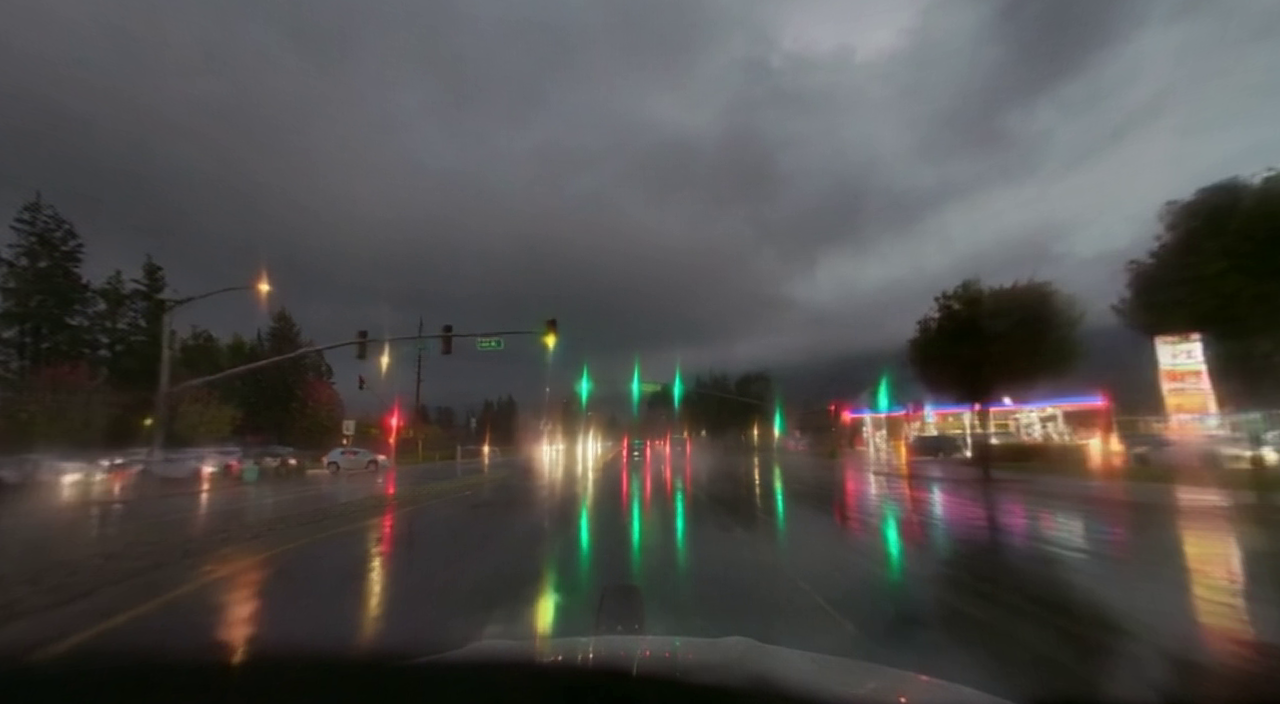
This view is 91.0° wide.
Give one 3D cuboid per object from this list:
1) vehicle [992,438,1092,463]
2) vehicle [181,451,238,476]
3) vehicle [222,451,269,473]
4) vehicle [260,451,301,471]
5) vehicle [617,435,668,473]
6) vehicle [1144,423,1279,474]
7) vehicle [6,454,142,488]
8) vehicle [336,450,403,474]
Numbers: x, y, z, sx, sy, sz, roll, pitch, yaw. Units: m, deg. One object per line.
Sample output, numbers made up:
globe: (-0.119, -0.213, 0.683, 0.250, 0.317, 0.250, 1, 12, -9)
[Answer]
vehicle: (24.821, 6.080, 39.006, 4.788, 1.481, 1.959, 0, -8, 2)
vehicle: (-28.694, 7.384, 41.902, 4.436, 1.464, 1.999, -7, -11, 41)
vehicle: (-28.474, 7.894, 45.344, 2.022, 1.455, 4.478, 7, -11, -41)
vehicle: (-28.200, 8.494, 49.285, 1.953, 1.415, 4.553, 7, -10, -39)
vehicle: (0.101, 4.562, 28.464, 2.145, 1.572, 4.021, 0, -8, 0)
vehicle: (20.458, 3.332, 22.006, 1.950, 1.519, 4.860, -4, -9, 5)
vehicle: (-27.925, 5.833, 31.232, 1.938, 1.462, 4.510, -4, -9, 28)
vehicle: (-18.898, 7.672, 44.279, 2.311, 1.485, 5.817, 0, -8, -2)
